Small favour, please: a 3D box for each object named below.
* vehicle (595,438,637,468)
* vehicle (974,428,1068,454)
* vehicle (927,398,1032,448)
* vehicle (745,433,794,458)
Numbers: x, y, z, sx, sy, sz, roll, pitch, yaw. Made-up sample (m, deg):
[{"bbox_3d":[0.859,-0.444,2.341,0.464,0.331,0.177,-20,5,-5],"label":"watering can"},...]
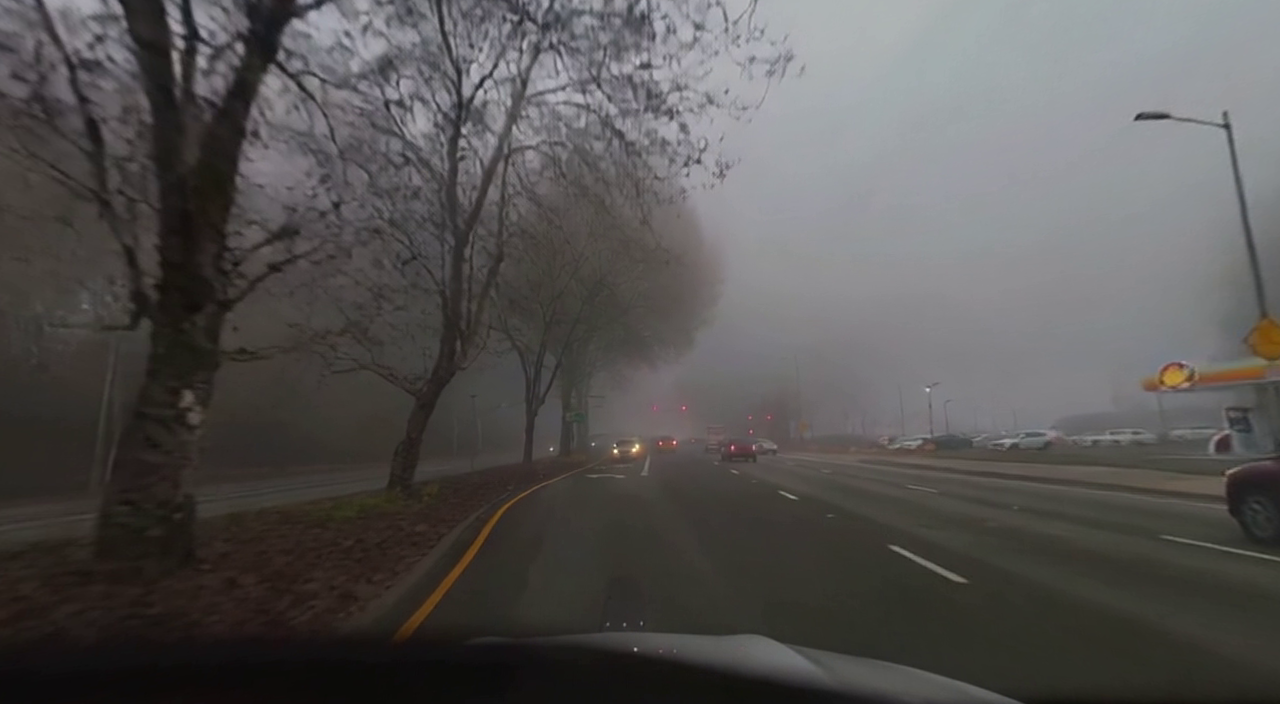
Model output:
[{"bbox_3d":[-1.220,5.404,33.683,2.032,1.461,4.173,0,-9,0],"label":"vehicle"},{"bbox_3d":[22.856,5.412,38.002,1.784,1.472,4.532,4,-10,-25],"label":"vehicle"},{"bbox_3d":[26.146,5.535,48.505,7.827,3.570,3.121,5,-9,-27],"label":"vehicle"},{"bbox_3d":[9.218,6.729,45.273,1.991,1.695,4.357,1,-9,-9],"label":"vehicle"}]
